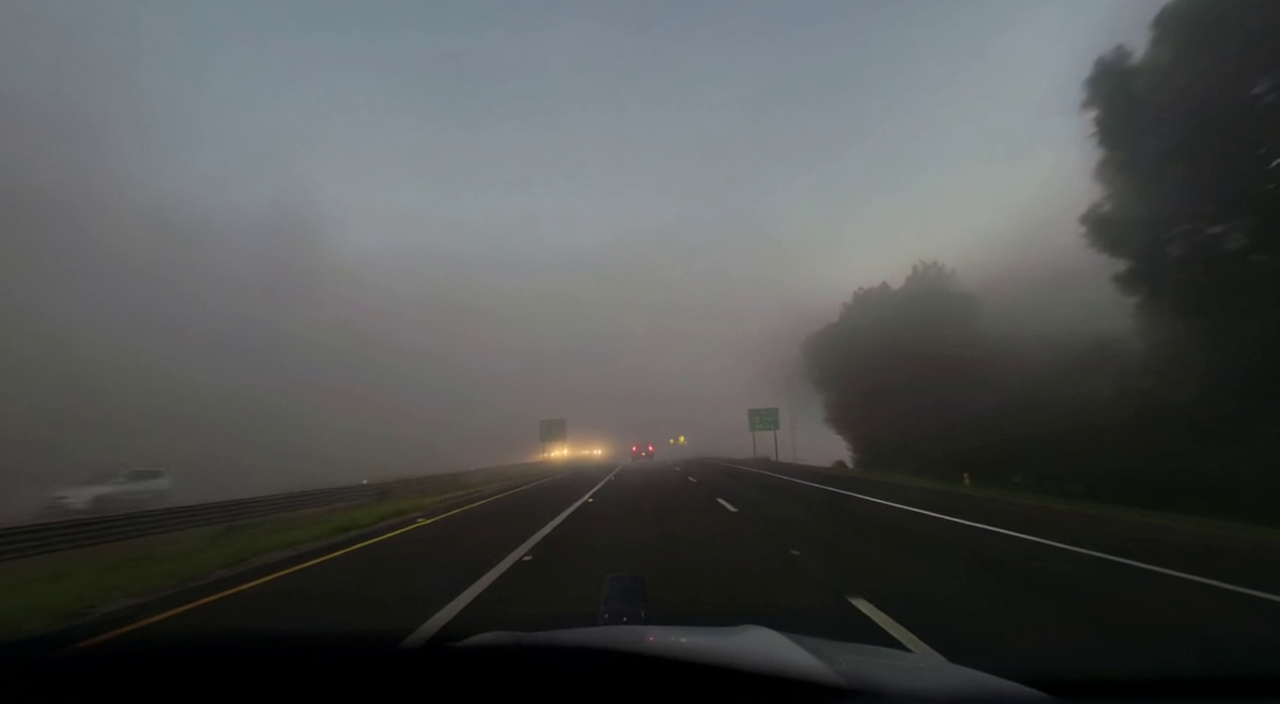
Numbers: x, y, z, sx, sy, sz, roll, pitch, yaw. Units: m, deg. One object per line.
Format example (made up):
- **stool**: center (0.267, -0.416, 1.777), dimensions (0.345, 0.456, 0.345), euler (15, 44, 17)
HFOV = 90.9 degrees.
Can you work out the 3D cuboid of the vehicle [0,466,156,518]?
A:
- **vehicle**: center (-20.669, 5.031, 23.116), dimensions (1.873, 1.536, 4.963), euler (-1, -9, 1)
